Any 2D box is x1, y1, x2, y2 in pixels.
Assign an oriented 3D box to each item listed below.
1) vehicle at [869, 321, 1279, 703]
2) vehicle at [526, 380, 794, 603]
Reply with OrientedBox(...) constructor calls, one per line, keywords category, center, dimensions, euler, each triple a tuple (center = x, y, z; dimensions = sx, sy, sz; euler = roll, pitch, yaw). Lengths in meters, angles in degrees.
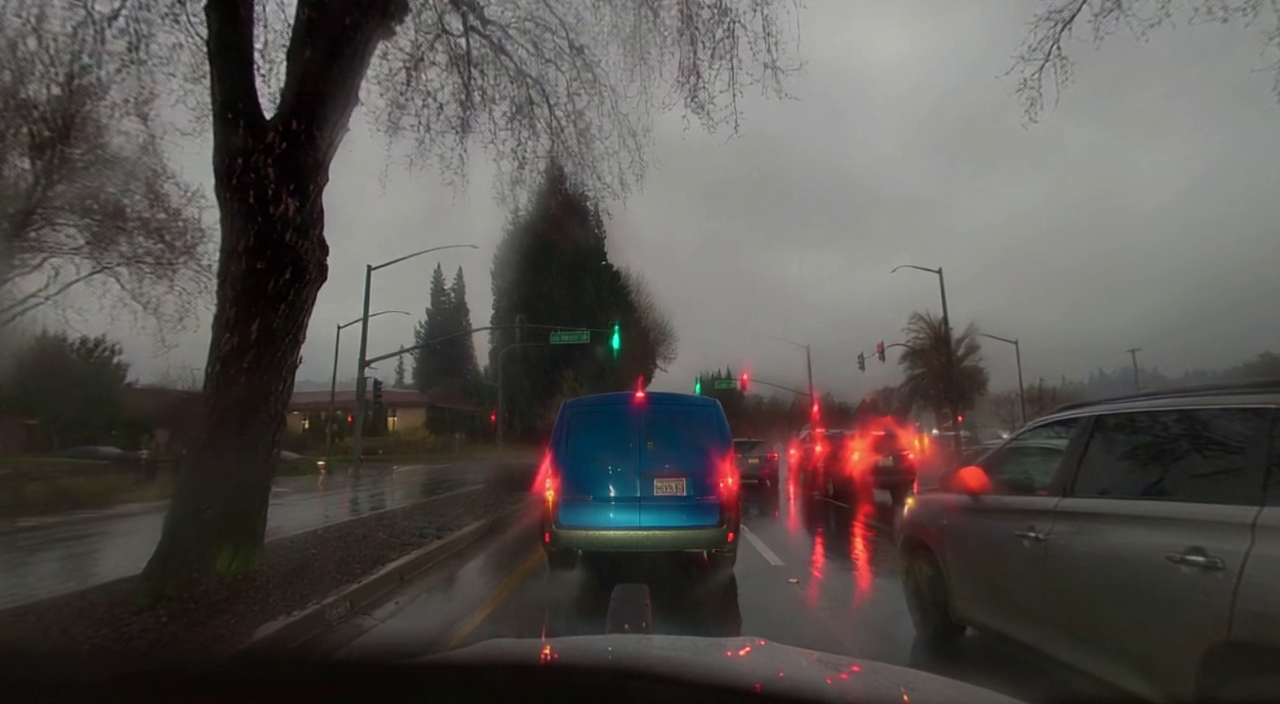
OrientedBox(category="vehicle", center=(2.902, 0.943, 3.167), dimensions=(1.971, 1.663, 4.287), euler=(0, -8, 1))
OrientedBox(category="vehicle", center=(0.175, 1.463, 7.434), dimensions=(2.185, 1.822, 4.391), euler=(0, -8, 0))
